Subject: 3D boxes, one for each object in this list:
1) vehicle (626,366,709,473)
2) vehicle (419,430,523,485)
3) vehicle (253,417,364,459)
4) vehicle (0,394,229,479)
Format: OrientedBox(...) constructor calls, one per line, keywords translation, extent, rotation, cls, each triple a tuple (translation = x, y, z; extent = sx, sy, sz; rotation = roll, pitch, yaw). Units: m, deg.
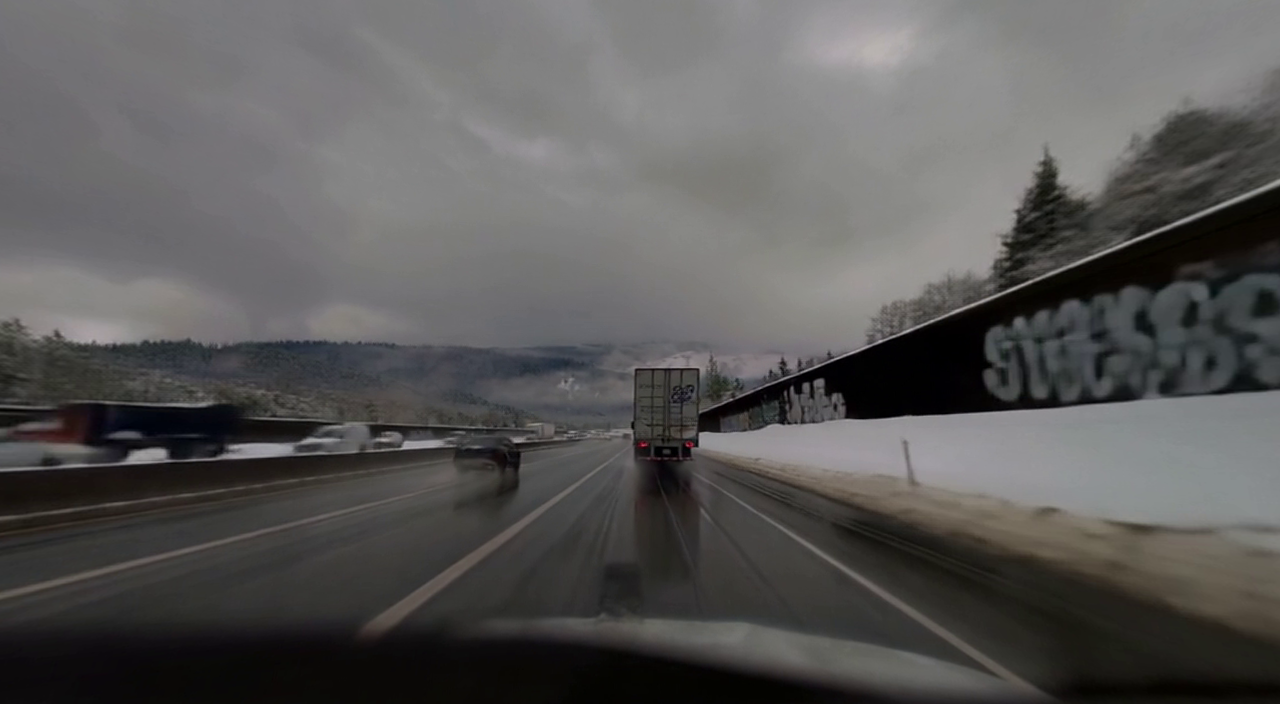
OrientedBox(translation=(0.883, 3.103, 27.726), extent=(2.921, 3.765, 10.773), rotation=(0, -8, -1), cls="vehicle")
OrientedBox(translation=(-5.242, 3.320, 20.247), extent=(1.982, 1.535, 4.519), rotation=(0, -8, 1), cls="vehicle")
OrientedBox(translation=(-14.331, 3.769, 27.668), extent=(2.026, 1.651, 5.129), rotation=(0, -8, 1), cls="vehicle")
OrientedBox(translation=(-22.121, 3.673, 27.319), extent=(2.853, 3.094, 8.285), rotation=(0, -8, 1), cls="vehicle")
